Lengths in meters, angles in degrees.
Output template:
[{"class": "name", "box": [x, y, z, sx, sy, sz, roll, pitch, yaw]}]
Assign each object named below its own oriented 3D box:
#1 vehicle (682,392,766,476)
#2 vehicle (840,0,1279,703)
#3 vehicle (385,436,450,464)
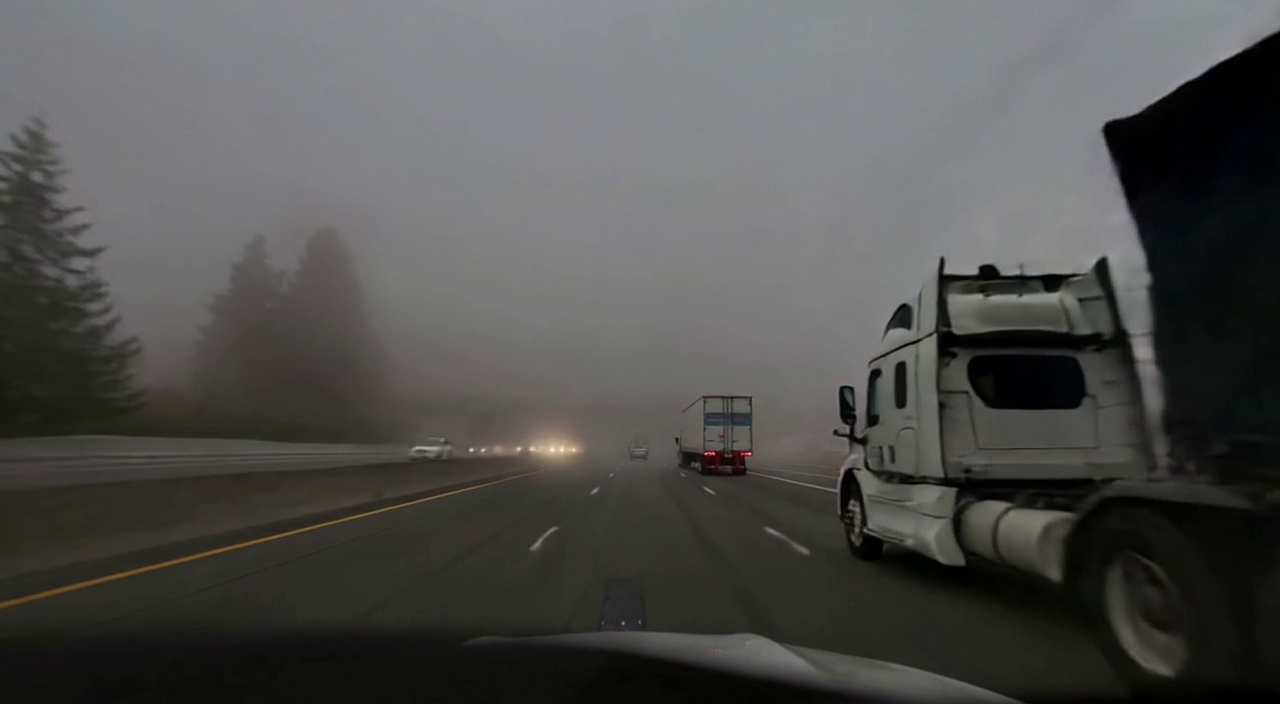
[{"class": "vehicle", "box": [4.466, 4.989, 37.270, 2.881, 3.995, 14.382, 0, -9, -1]}, {"class": "vehicle", "box": [4.023, 0.116, 4.679, 3.007, 3.965, 5.971, 0, -9, 0]}, {"class": "vehicle", "box": [-12.281, 5.456, 35.105, 1.939, 1.454, 4.448, 0, -9, 0]}]
